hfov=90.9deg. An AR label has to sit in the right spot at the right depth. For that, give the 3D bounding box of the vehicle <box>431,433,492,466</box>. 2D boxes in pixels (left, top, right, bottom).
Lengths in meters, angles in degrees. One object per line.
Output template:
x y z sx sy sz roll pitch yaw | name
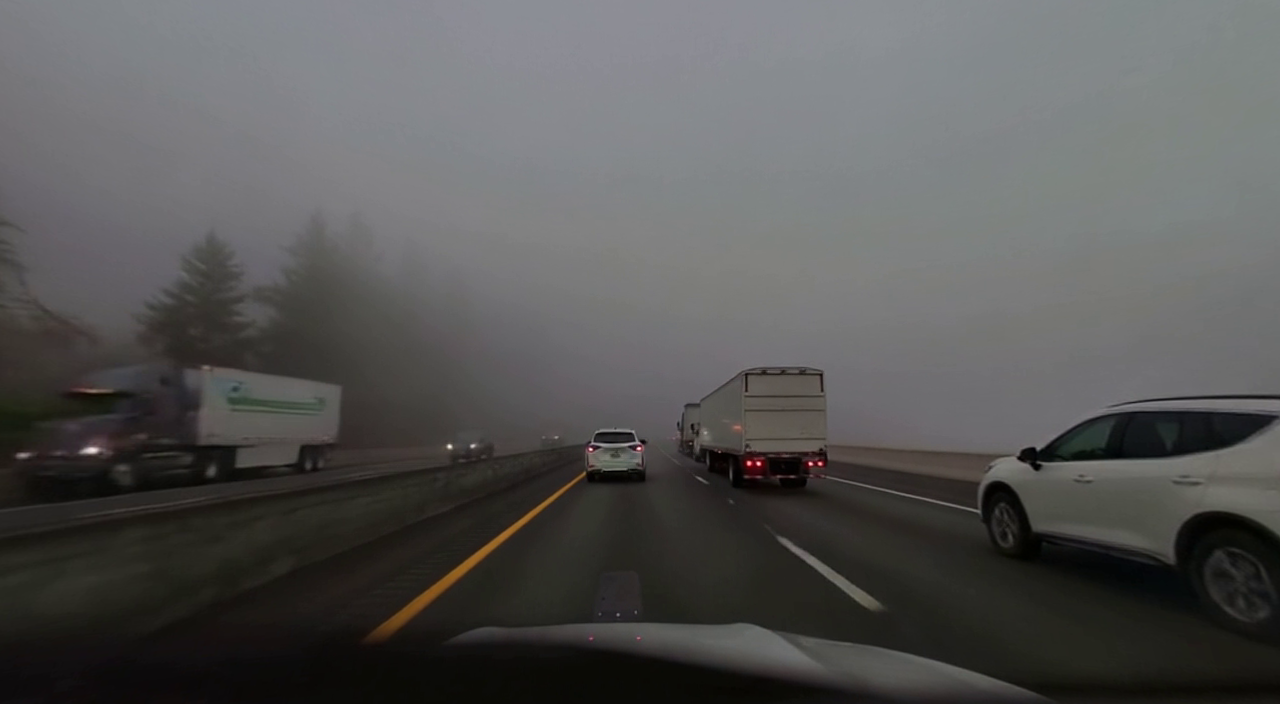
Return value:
-8.988 4.909 32.108 1.911 1.570 4.036 0 -7 1 | vehicle

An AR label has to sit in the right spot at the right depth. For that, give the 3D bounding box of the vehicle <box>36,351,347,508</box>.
-13.727 2.616 21.136 2.904 3.961 10.187 0 -8 0 | vehicle

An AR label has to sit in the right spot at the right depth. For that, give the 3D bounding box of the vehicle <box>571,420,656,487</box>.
-0.656 2.759 17.516 2.082 1.638 4.055 0 -7 0 | vehicle

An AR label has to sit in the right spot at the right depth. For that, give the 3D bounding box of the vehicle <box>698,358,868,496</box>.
3.531 2.186 18.134 2.723 3.027 8.478 0 -7 -1 | vehicle

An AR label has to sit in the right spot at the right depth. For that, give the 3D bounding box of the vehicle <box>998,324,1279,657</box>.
4.691 0.897 4.388 2.011 1.905 3.905 0 -8 -1 | vehicle
